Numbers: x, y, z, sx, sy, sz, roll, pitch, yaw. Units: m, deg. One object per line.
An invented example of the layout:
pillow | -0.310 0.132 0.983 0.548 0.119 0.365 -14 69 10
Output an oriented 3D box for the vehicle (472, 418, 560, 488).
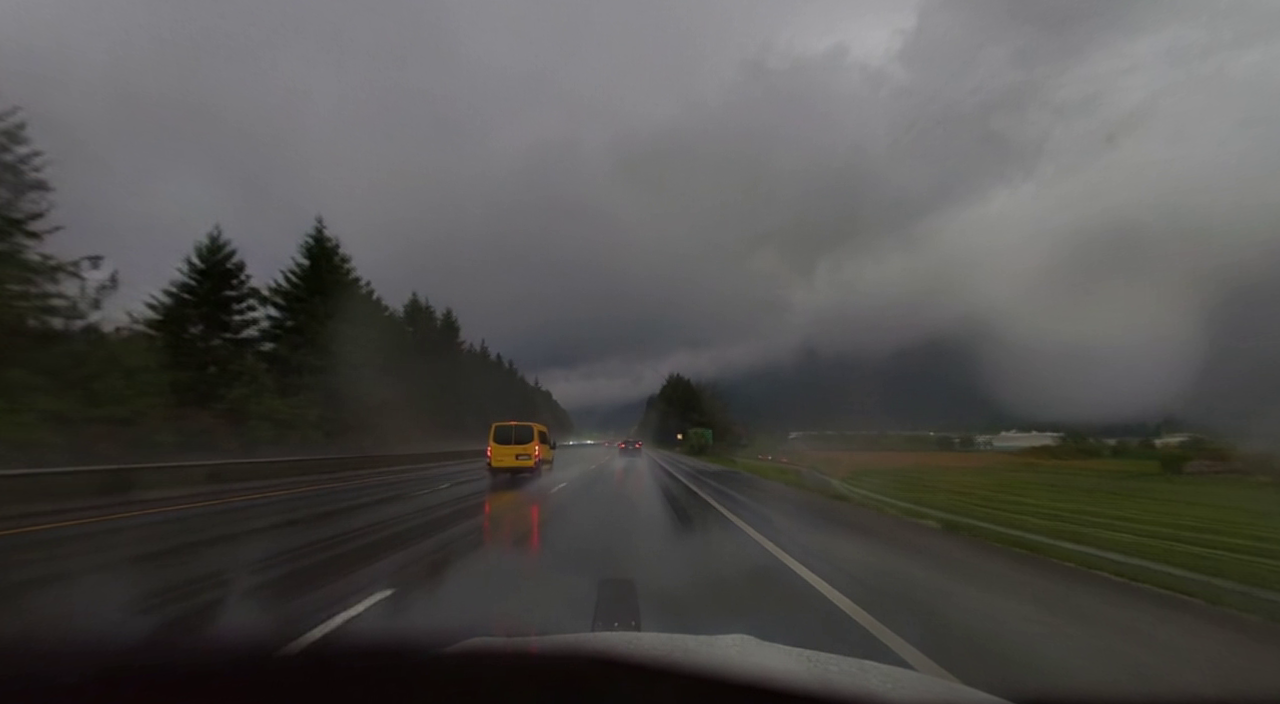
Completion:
vehicle | -3.946 3.307 20.872 1.976 2.029 4.737 -1 -8 0
